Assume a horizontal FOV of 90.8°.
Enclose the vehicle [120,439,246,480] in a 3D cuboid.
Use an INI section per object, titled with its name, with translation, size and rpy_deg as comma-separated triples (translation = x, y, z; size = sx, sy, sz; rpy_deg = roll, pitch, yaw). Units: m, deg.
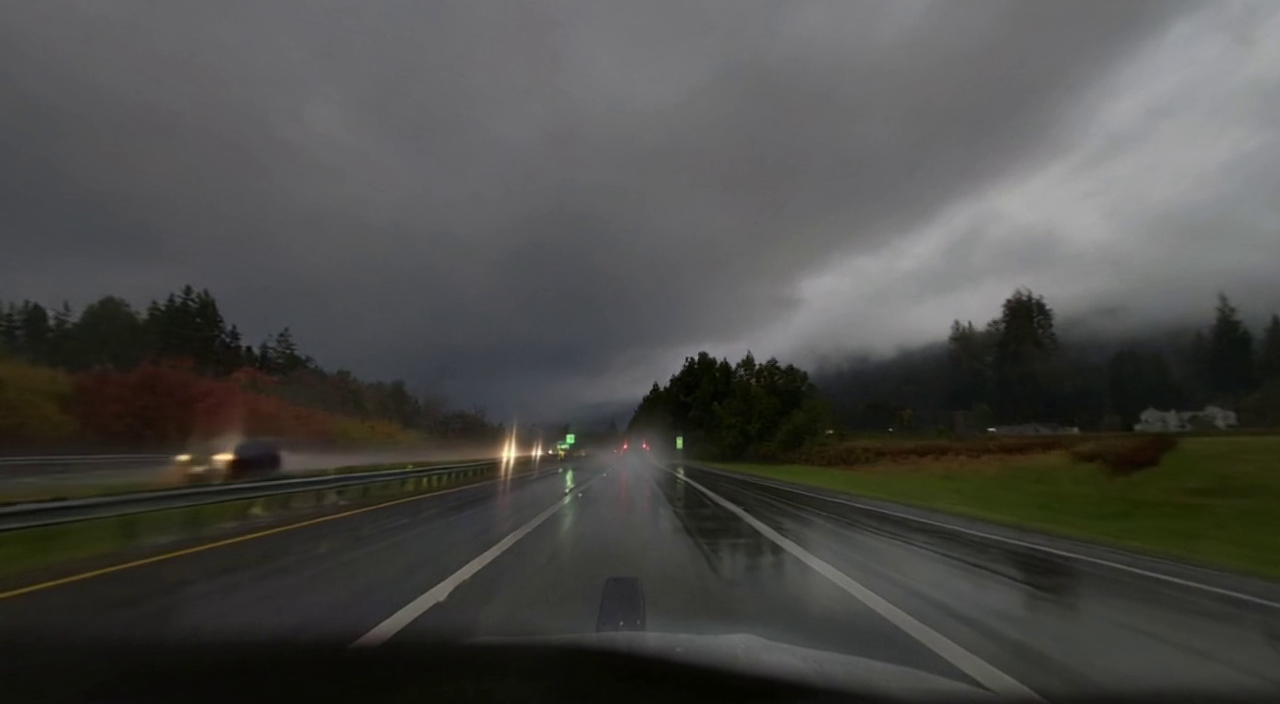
[vehicle]
translation = -19.217, 4.536, 26.840
size = 1.914, 1.558, 4.671
rpy_deg = 0, -9, -1
